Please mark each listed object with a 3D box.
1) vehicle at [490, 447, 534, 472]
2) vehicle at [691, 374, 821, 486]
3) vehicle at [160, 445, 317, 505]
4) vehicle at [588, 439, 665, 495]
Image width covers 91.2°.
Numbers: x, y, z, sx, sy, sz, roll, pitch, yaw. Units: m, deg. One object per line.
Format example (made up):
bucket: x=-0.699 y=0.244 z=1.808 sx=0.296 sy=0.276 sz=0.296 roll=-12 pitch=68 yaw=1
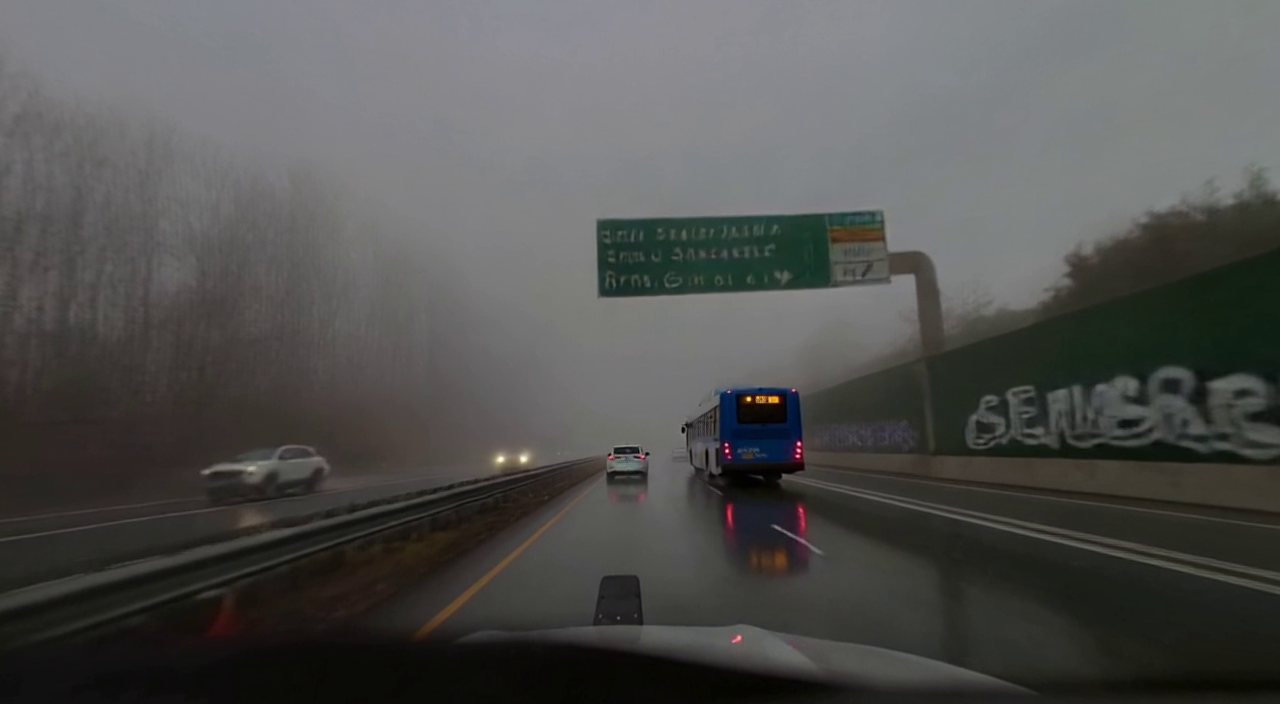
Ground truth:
vehicle: x=-8.410 y=7.110 z=41.629 sx=1.922 sy=1.560 sz=4.165 roll=-1 pitch=-9 yaw=2
vehicle: x=4.108 y=3.388 z=25.818 sx=3.055 sy=3.479 sz=12.521 roll=-1 pitch=-9 yaw=1
vehicle: x=-12.556 y=3.840 z=20.026 sx=2.029 sy=1.647 sz=4.323 roll=-1 pitch=-9 yaw=2
vehicle: x=-0.328 y=3.564 z=19.720 sx=2.160 sy=1.532 sz=4.073 roll=-1 pitch=-9 yaw=1
